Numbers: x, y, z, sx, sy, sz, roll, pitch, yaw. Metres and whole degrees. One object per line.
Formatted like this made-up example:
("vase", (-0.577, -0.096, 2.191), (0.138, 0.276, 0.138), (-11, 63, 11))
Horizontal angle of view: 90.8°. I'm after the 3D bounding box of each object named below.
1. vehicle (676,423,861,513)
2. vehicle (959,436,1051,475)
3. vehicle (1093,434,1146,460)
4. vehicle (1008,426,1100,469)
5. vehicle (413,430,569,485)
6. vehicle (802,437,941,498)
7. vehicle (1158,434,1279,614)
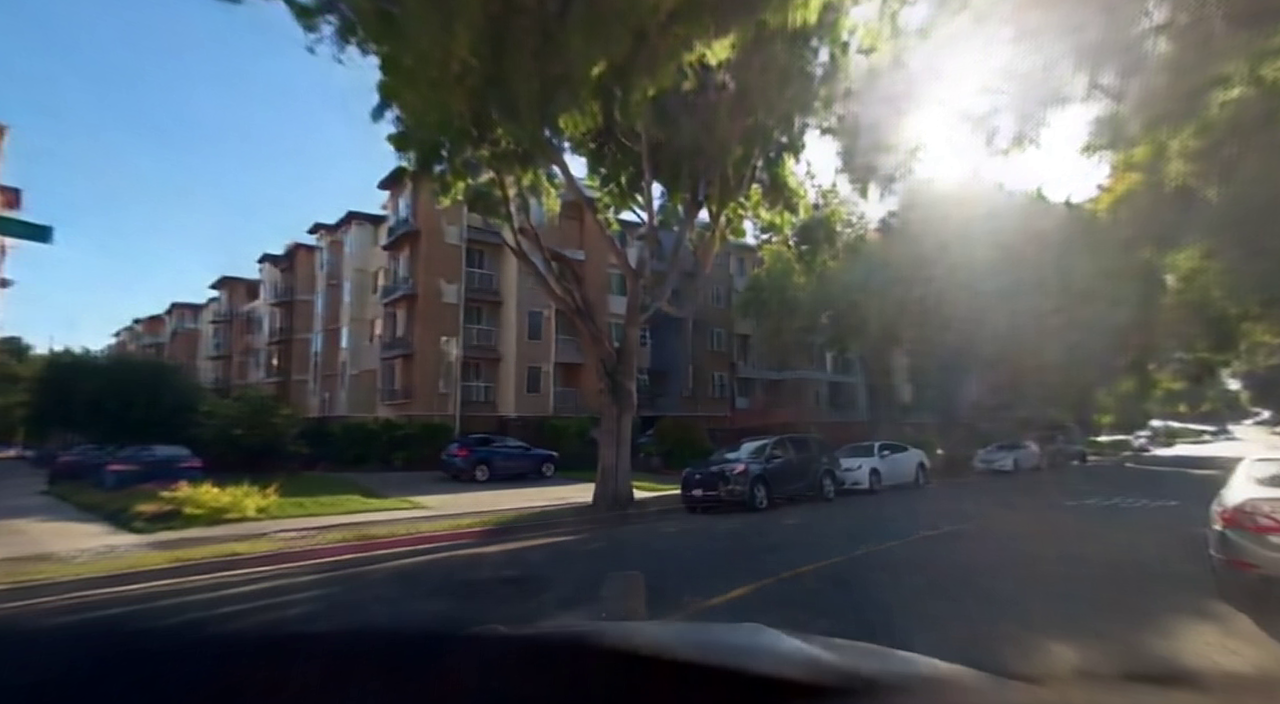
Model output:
("vehicle", (3.128, 2.629, 14.825), (4.584, 1.744, 1.946), (8, -12, -44))
("vehicle", (15.233, 4.277, 26.287), (4.313, 1.463, 1.921), (7, -11, -41))
("vehicle", (30.532, 6.021, 40.181), (1.939, 1.513, 4.401), (-8, -12, 44))
("vehicle", (20.067, 4.583, 30.479), (5.791, 1.869, 2.229), (6, -12, -43))
("vehicle", (-4.402, 3.194, 19.489), (1.812, 1.458, 4.714), (-5, -10, 32))
("vehicle", (6.781, 3.228, 18.201), (1.902, 1.478, 4.696), (-9, -11, 44))
("vehicle", (7.050, 1.575, 6.428), (4.634, 1.424, 1.966), (8, -11, -42))
